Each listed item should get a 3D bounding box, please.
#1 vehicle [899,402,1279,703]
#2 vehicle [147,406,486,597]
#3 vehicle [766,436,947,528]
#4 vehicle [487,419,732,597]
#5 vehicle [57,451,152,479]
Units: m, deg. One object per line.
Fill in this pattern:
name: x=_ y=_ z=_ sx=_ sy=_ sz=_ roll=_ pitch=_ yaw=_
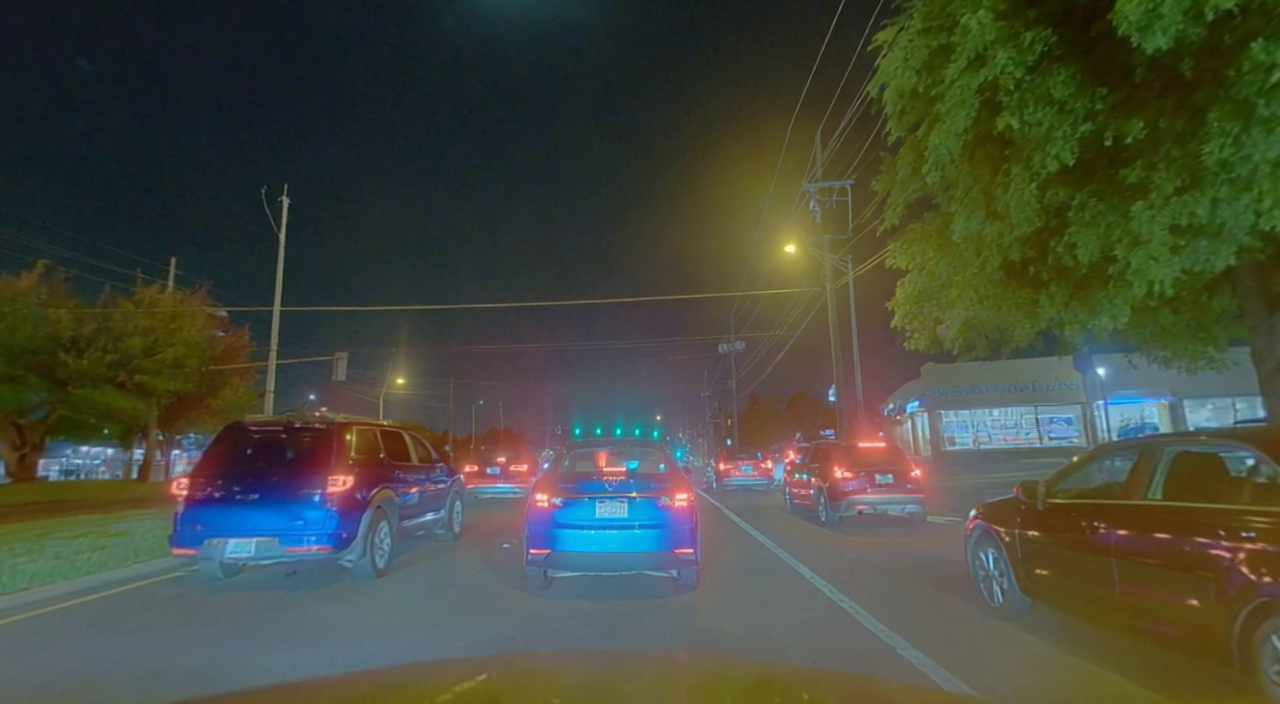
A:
vehicle: x=3.666 y=1.190 z=4.192 sx=1.929 sy=1.479 sz=4.723 roll=0 pitch=-9 yaw=1
vehicle: x=-3.419 y=1.654 z=7.849 sx=1.979 sy=1.697 sz=4.254 roll=0 pitch=-9 yaw=-1
vehicle: x=3.933 y=2.429 z=12.412 sx=1.909 sy=1.473 sz=4.361 roll=0 pitch=-9 yaw=-1
vehicle: x=-0.317 y=1.632 z=7.415 sx=2.097 sy=1.511 sz=3.809 roll=0 pitch=-9 yaw=-2
vehicle: x=-37.034 y=7.829 z=43.740 sx=4.683 sy=1.833 sz=2.078 roll=0 pitch=-9 yaw=2
